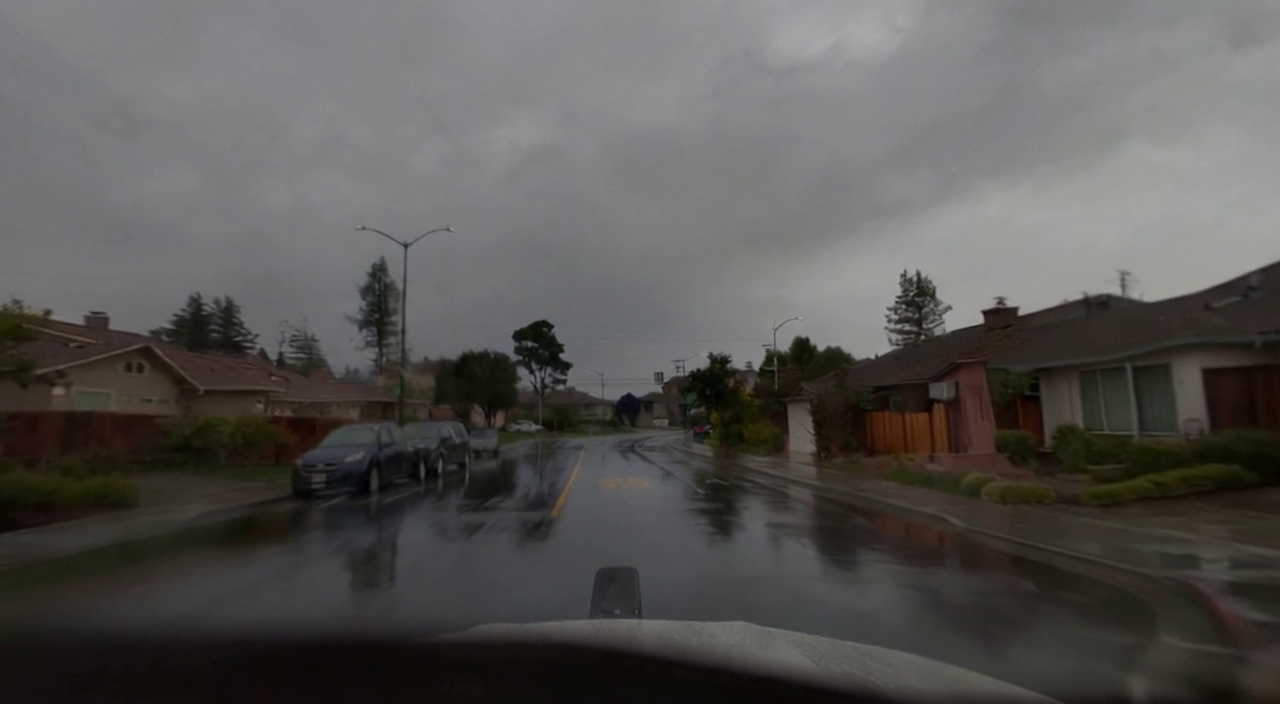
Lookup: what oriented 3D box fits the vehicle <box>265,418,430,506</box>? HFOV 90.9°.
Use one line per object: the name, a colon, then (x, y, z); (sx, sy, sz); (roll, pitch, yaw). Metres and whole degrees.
vehicle: (-6.669, 2.529, 14.998); (2.147, 1.780, 4.165); (0, -8, -4)
